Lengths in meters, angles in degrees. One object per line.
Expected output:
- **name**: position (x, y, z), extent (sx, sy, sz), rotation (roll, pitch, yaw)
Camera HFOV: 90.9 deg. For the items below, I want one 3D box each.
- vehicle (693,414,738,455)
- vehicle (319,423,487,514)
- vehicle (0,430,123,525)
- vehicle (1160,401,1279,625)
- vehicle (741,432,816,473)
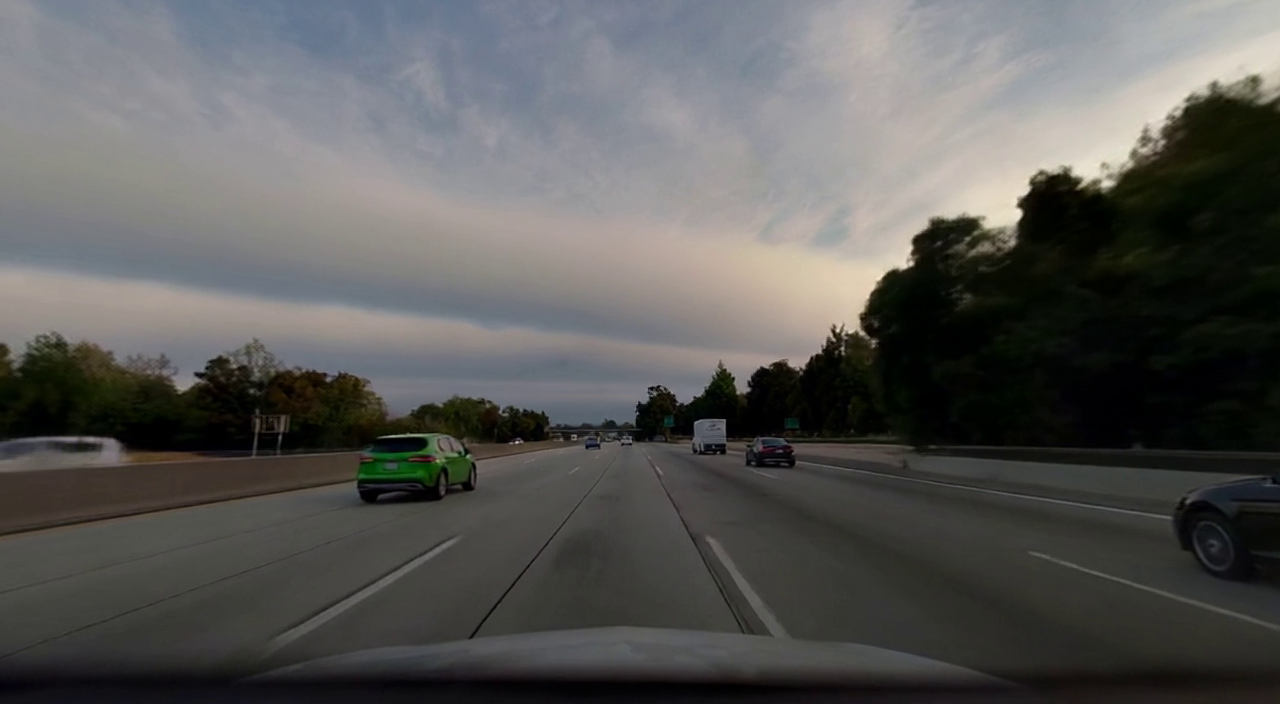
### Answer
- **vehicle**: position (5.582, 6.226, 47.494), extent (2.588, 2.910, 5.511), rotation (0, -8, -2)
- **vehicle**: position (-4.593, 2.292, 12.924), extent (1.966, 1.570, 3.859), rotation (0, -8, 0)
- **vehicle**: position (-12.985, 2.428, 12.400), extent (2.036, 1.750, 4.214), rotation (0, -8, -1)
- **vehicle**: position (5.305, 0.915, 2.995), extent (2.028, 1.488, 4.236), rotation (0, -8, 0)
- **vehicle**: position (5.253, 3.859, 24.483), extent (1.920, 1.436, 3.890), rotation (0, -8, -2)
